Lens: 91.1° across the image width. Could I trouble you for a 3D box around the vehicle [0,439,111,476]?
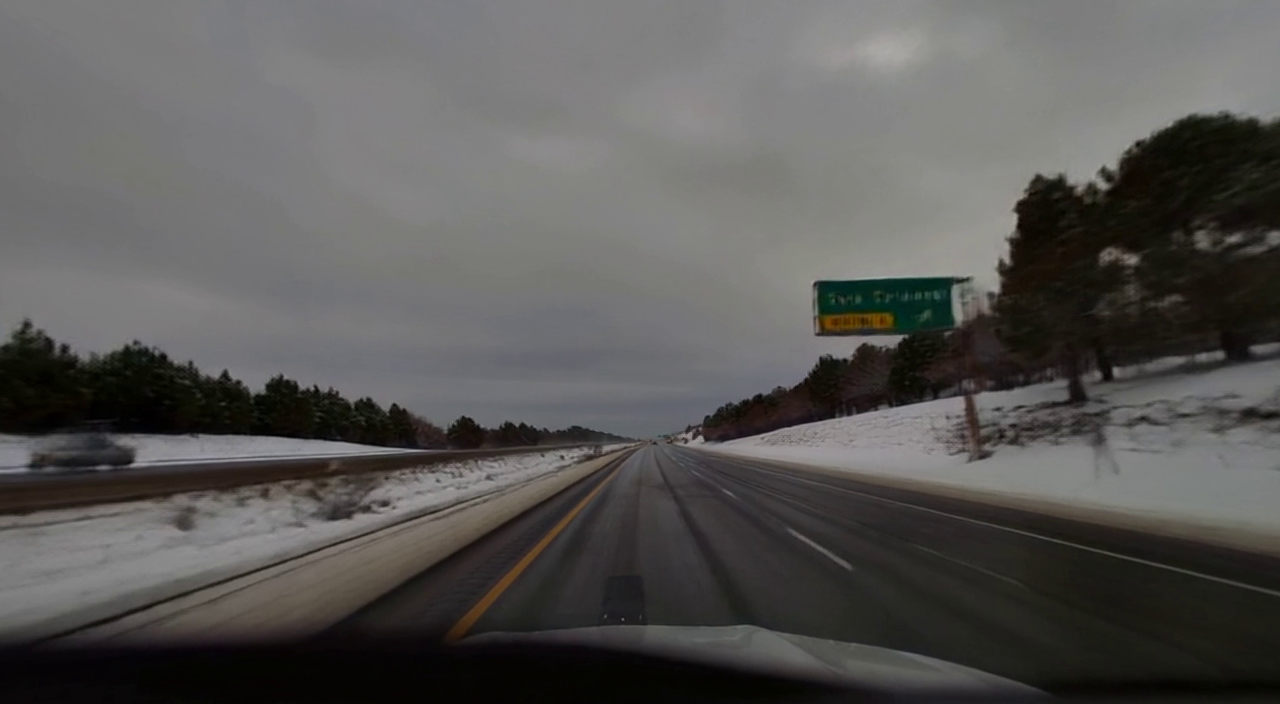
[{"bbox_3d":[-32.183,5.736,34.423,2.055,1.878,4.749,0,-8,1],"label":"vehicle"}]
